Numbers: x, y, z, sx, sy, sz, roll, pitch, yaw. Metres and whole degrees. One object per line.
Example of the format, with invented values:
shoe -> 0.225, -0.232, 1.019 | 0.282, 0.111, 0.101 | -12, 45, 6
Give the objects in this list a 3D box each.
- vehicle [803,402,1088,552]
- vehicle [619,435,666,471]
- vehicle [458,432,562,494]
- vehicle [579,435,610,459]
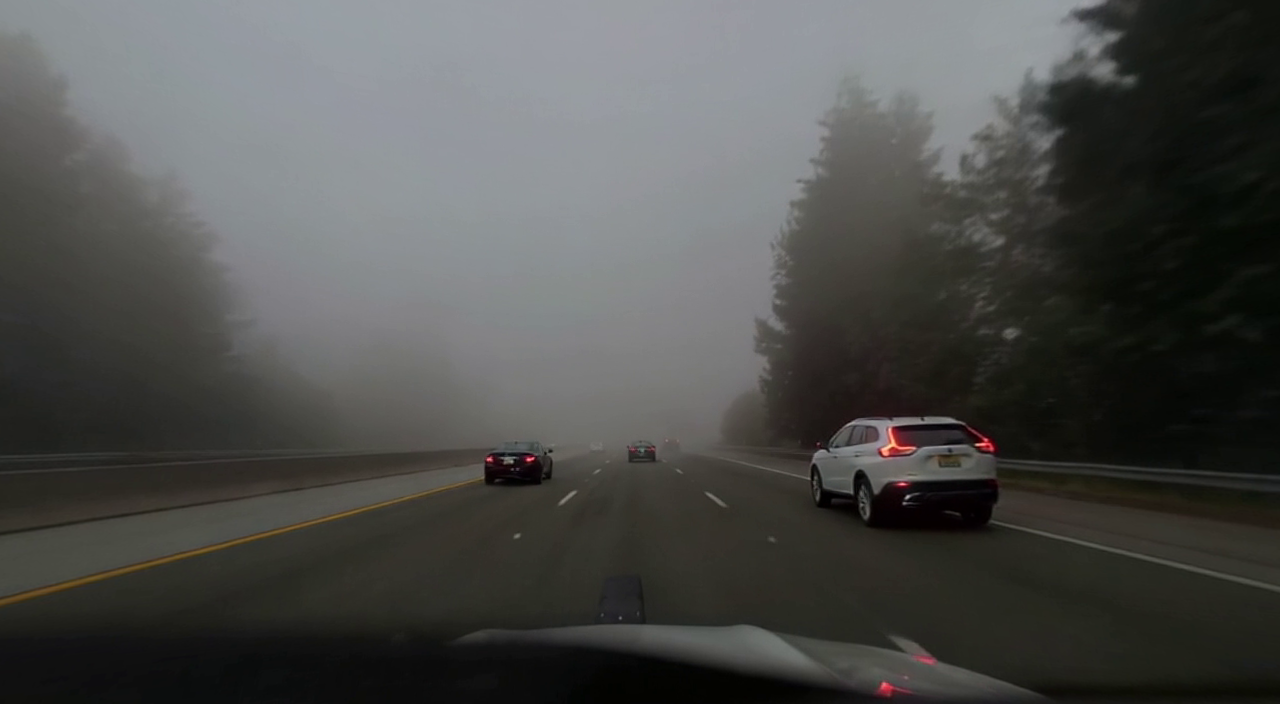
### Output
vehicle -> 4.105, 1.753, 9.473 | 2.025, 1.707, 4.279 | 0, -8, -2
vehicle -> 0.095, 4.735, 29.692 | 2.049, 1.542, 3.816 | 0, -8, 0
vehicle -> -3.611, 3.168, 18.399 | 2.066, 1.561, 4.495 | -1, -8, 0
vehicle -> -3.413, 7.265, 48.172 | 2.044, 1.682, 4.201 | -1, -8, 1
